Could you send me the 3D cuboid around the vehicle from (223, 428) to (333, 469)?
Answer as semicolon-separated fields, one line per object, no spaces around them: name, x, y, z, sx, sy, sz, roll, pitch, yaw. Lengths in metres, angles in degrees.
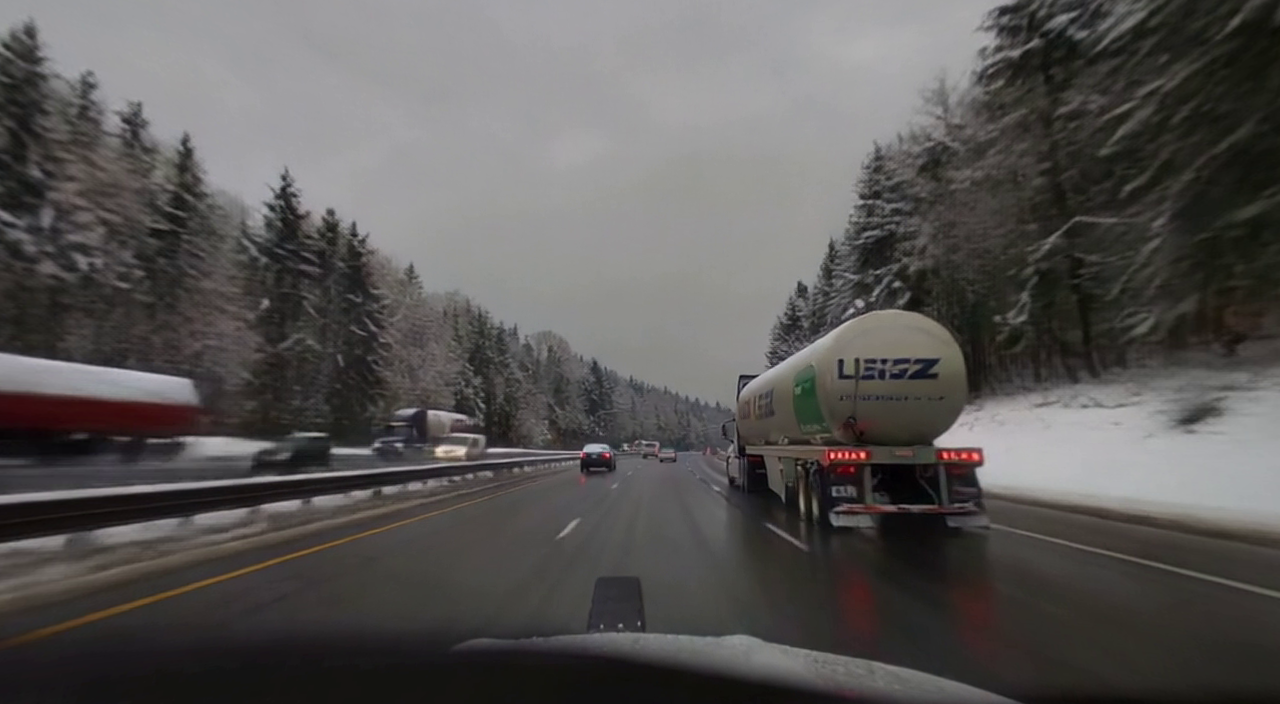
vehicle;-15.509;4.176;27.320;2.037;1.612;4.337;0;-9;2

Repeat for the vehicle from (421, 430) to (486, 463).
vehicle;-10.936;5.613;37.269;2.114;1.777;4.794;0;-9;3

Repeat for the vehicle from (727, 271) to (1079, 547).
vehicle;4.690;1.831;16.034;3.057;3.993;13.914;0;-9;0

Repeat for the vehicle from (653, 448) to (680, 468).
vehicle;2.105;8.338;49.681;1.990;1.537;3.725;0;-9;3

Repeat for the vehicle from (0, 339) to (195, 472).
vehicle;-19.945;1.802;20.098;2.805;3.811;11.459;0;-8;1

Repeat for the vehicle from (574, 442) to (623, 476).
vehicle;-2.191;5.864;34.703;2.205;1.728;4.397;0;-9;3

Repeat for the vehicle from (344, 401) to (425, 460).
vehicle;-18.398;5.786;45.895;2.971;4.003;6.027;0;-8;3
